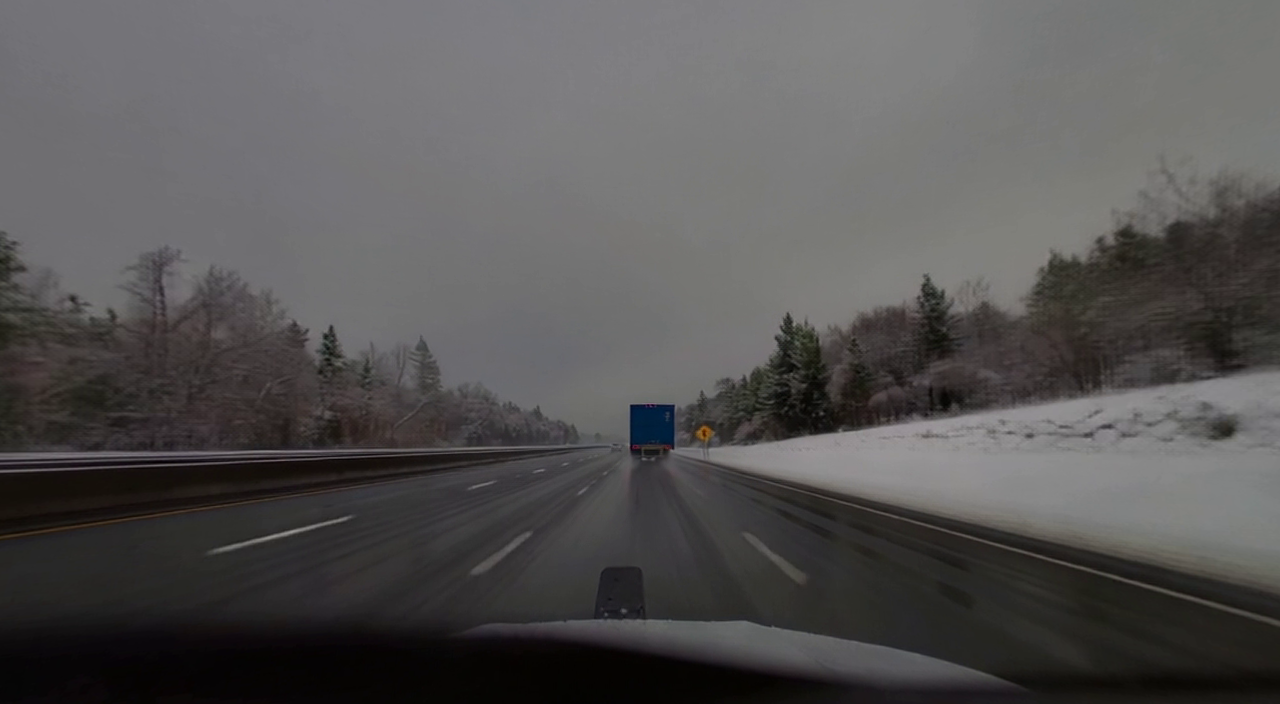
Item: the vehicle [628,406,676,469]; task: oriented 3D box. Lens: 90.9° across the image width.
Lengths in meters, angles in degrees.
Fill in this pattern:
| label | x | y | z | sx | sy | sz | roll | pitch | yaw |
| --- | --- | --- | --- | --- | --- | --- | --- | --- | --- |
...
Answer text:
| label | x | y | z | sx | sy | sz | roll | pitch | yaw |
| --- | --- | --- | --- | --- | --- | --- | --- | --- | --- |
| vehicle | 0.704 | 6.311 | 45.961 | 3.055 | 4.009 | 10.972 | 0 | -9 | -1 |
